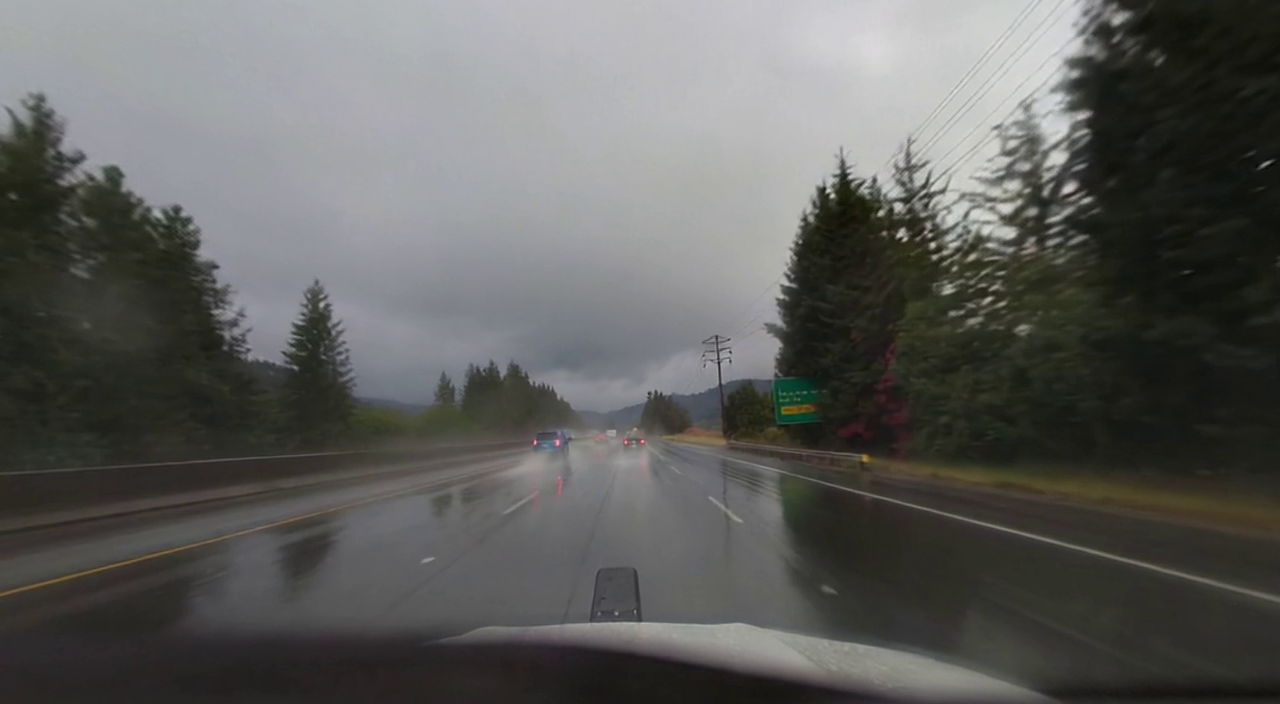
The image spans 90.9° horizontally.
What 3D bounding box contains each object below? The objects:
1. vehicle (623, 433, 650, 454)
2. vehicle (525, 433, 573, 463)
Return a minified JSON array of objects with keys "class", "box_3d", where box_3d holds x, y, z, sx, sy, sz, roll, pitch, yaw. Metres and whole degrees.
[{"class":"vehicle","box_3d":[-0.281,6.636,45.752,1.890,1.472,3.716,0,-8,-1]},{"class":"vehicle","box_3d":[-4.624,4.926,32.609,1.911,1.477,3.807,0,-8,0]}]
